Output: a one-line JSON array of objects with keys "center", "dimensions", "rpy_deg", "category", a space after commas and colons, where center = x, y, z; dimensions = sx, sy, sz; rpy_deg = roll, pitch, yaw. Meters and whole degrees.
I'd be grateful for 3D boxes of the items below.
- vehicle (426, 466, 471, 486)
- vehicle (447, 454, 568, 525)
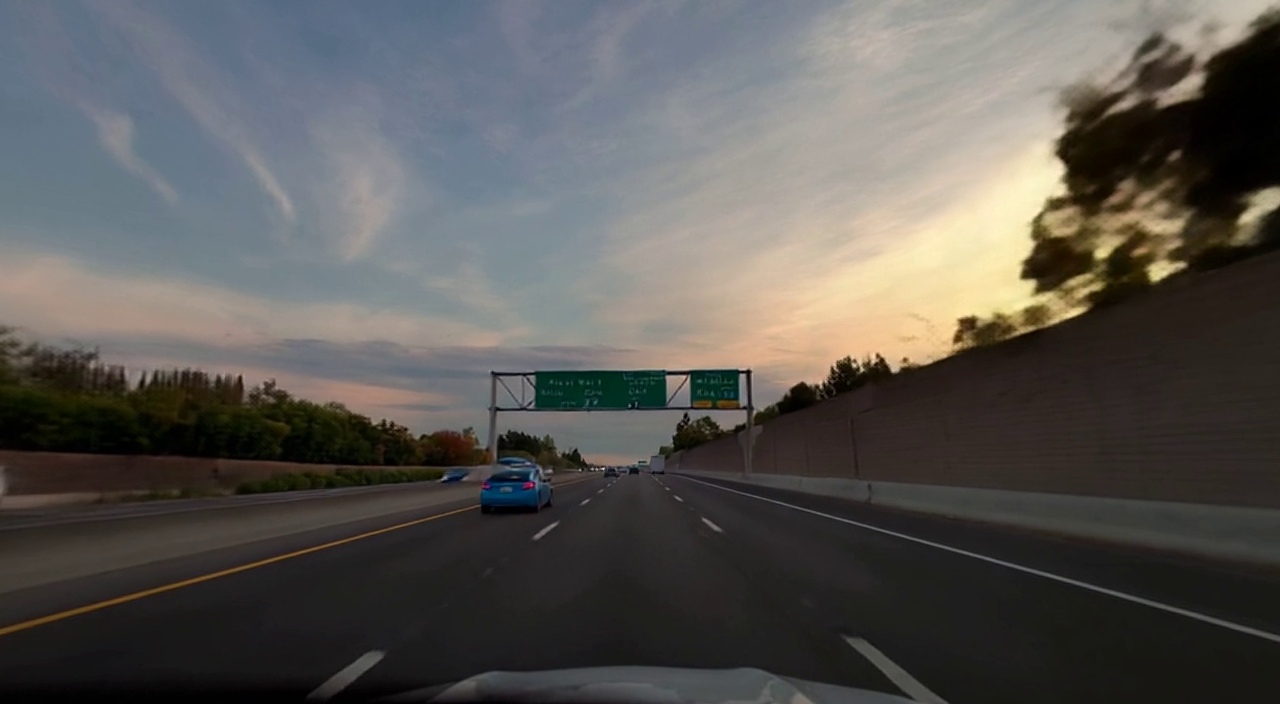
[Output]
[{"center": [-13.945, 9.077, 46.152], "dimensions": [1.848, 1.321, 4.499], "rpy_deg": [1, -10, 1], "category": "vehicle"}, {"center": [-3.126, 3.406, 15.969], "dimensions": [2.045, 1.487, 4.582], "rpy_deg": [1, -10, 0], "category": "vehicle"}]
